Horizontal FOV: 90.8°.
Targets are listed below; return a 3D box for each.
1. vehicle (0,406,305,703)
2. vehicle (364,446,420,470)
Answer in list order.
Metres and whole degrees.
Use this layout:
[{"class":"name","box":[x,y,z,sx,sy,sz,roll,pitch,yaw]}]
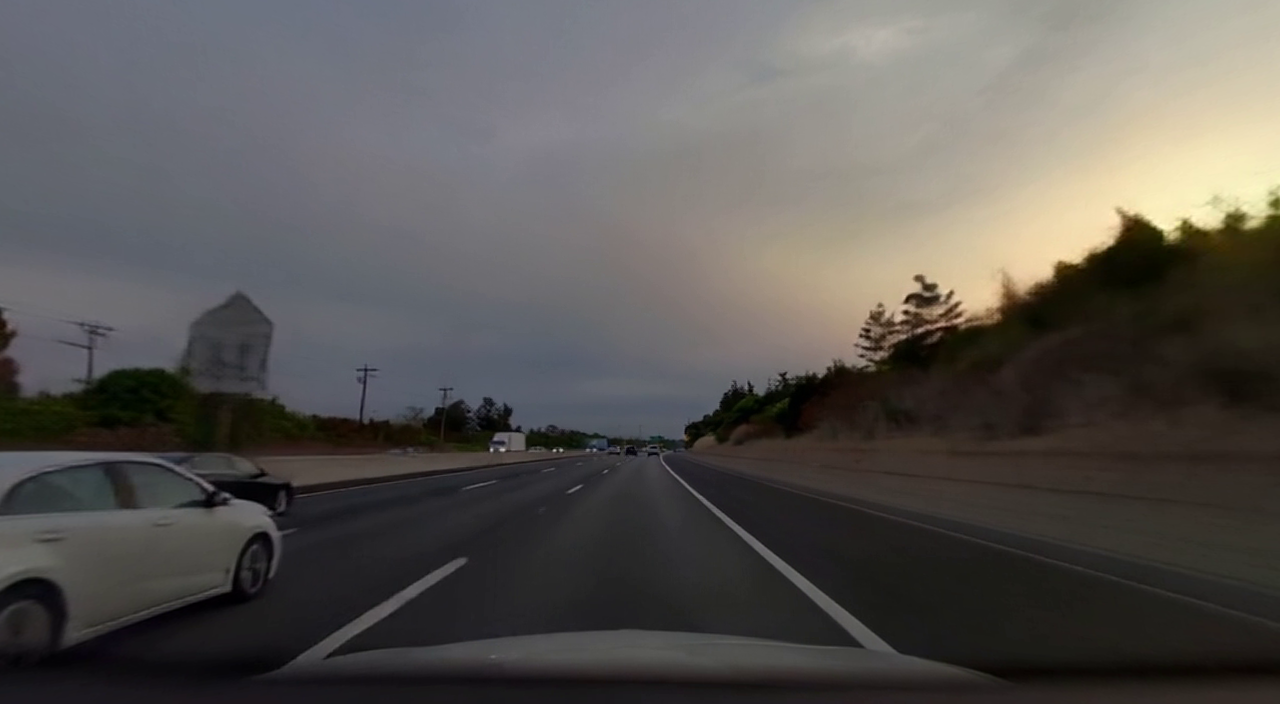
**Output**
[{"class":"vehicle","box":[-3.804,1.115,3.497,1.991,1.507,3.391,0,-9,0]},{"class":"vehicle","box":[-17.456,7.465,44.620,1.965,1.552,4.575,-1,-9,2]}]
